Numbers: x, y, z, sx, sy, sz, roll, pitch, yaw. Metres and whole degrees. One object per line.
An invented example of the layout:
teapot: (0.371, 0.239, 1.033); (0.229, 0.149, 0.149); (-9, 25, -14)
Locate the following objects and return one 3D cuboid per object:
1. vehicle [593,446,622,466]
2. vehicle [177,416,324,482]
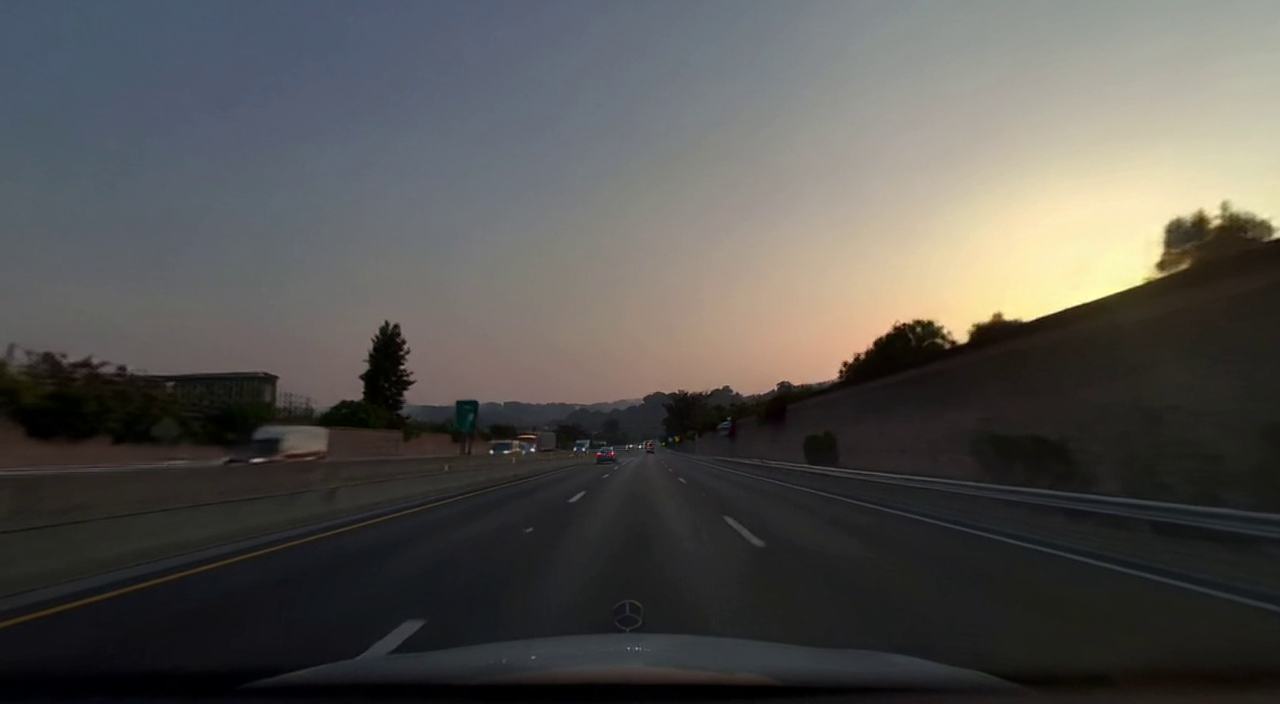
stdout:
vehicle: (-2.553, 8.195, 49.904); (1.991, 1.473, 4.707); (0, -9, 1)
vehicle: (-17.990, 4.580, 29.758); (2.346, 2.689, 7.021); (0, -9, 0)
